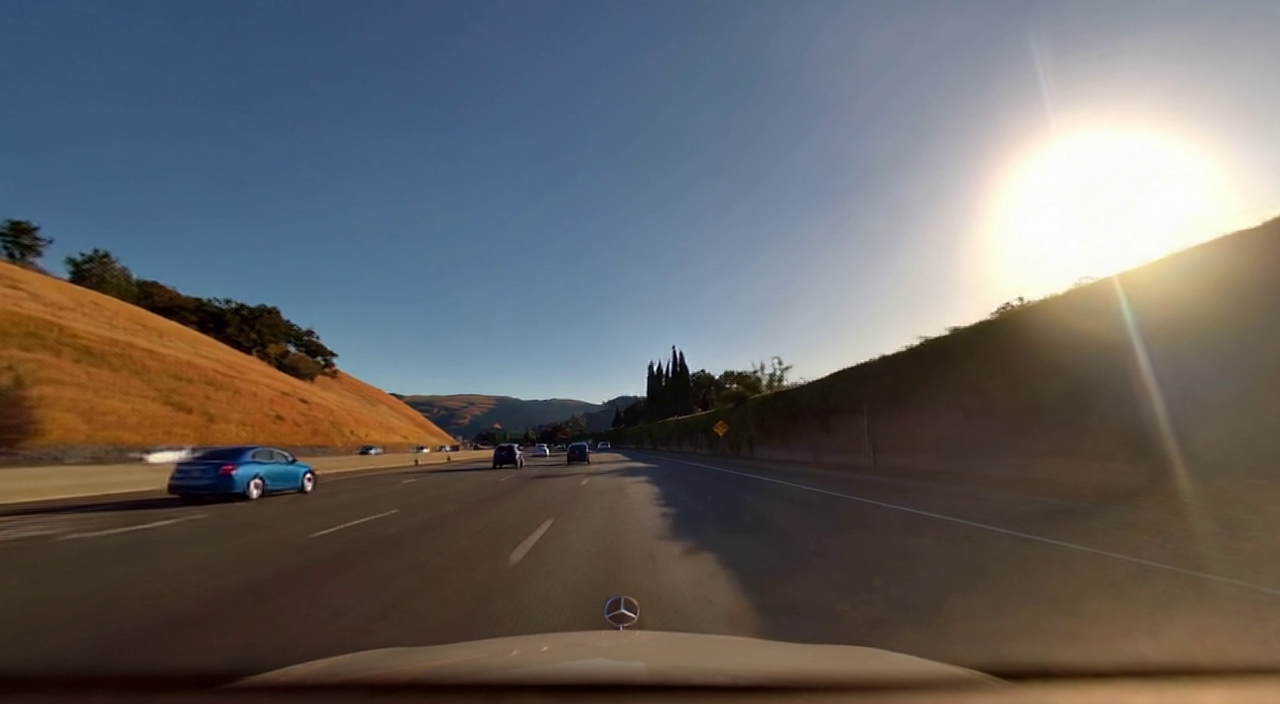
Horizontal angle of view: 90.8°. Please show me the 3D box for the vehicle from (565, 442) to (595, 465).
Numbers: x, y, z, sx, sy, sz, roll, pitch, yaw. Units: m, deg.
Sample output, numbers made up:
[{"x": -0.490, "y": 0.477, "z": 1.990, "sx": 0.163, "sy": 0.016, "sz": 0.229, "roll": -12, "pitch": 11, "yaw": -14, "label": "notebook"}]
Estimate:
[{"x": -4.584, "y": 7.847, "z": 48.997, "sx": 2.115, "sy": 1.713, "sz": 4.263, "roll": 0, "pitch": -9, "yaw": -2, "label": "vehicle"}]

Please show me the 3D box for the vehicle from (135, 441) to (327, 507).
[{"x": -10.424, "y": 3.117, "z": 16.670, "sx": 1.949, "sy": 1.475, "sz": 4.740, "roll": 0, "pitch": -9, "yaw": -1, "label": "vehicle"}]

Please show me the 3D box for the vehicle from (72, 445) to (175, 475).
[{"x": -30.217, "y": 6.306, "z": 37.197, "sx": 1.911, "sy": 1.588, "sz": 4.877, "roll": 0, "pitch": -9, "yaw": 0, "label": "vehicle"}]

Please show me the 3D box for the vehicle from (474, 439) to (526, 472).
[{"x": -8.068, "y": 6.036, "z": 36.965, "sx": 2.074, "sy": 1.768, "sz": 4.805, "roll": 0, "pitch": -9, "yaw": -2, "label": "vehicle"}]
